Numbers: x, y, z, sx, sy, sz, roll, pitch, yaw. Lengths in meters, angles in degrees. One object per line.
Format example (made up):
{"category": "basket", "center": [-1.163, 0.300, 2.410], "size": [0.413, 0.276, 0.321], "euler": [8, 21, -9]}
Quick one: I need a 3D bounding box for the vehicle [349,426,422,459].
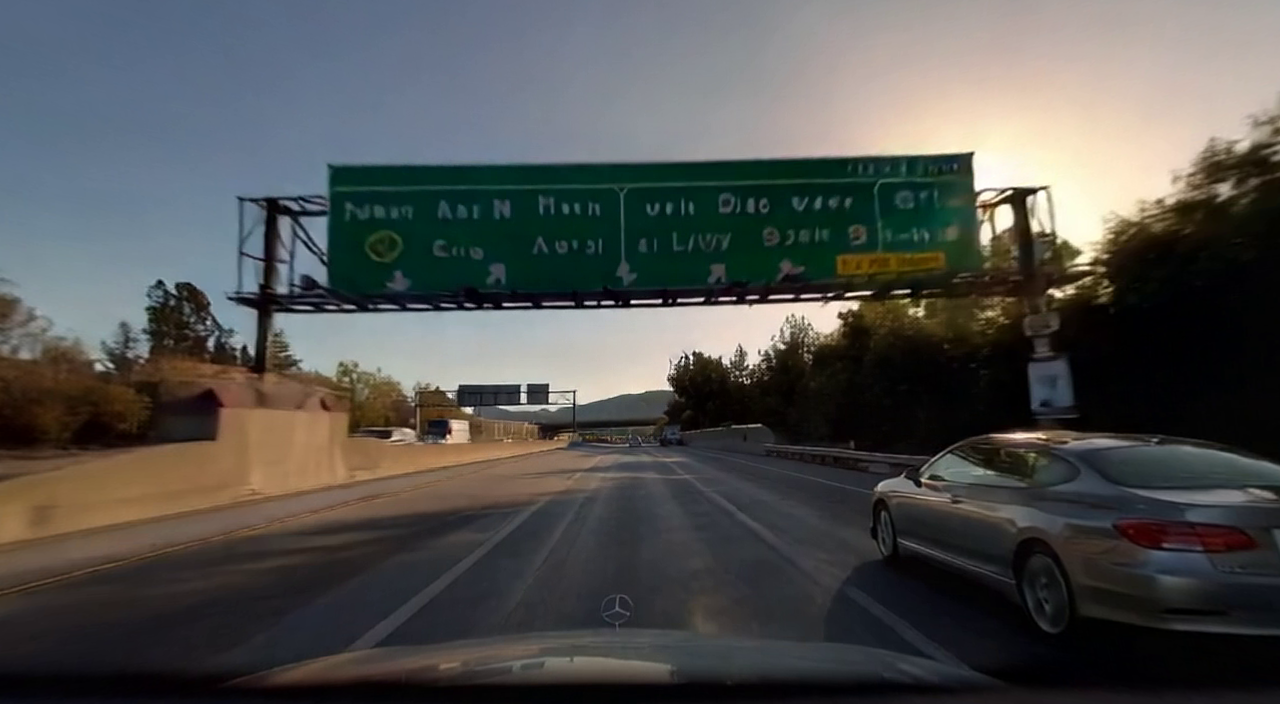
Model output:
{"category": "vehicle", "center": [-12.843, 4.606, 32.074], "size": [1.880, 1.531, 4.487], "euler": [0, -8, -1]}
